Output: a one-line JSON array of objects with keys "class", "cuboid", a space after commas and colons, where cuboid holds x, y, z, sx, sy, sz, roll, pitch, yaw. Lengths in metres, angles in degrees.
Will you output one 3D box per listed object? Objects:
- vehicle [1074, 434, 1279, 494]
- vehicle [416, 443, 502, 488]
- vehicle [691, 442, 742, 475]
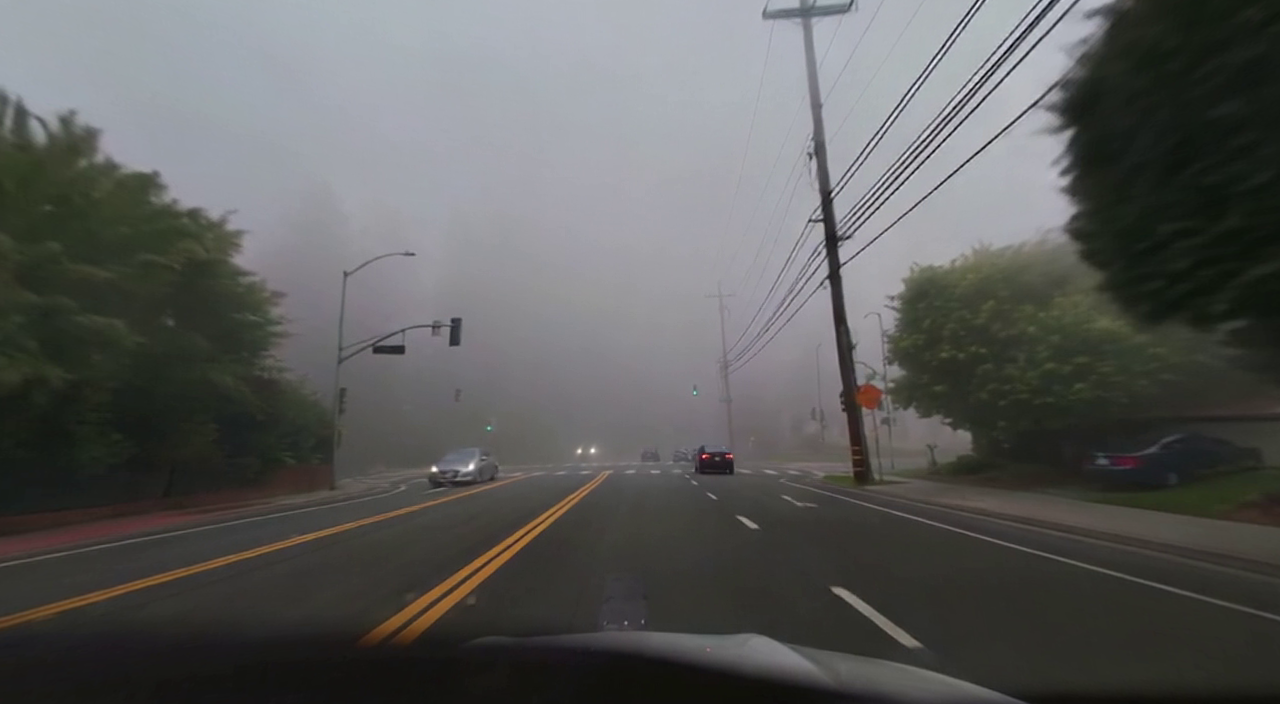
[{"class": "vehicle", "cuboid": [14.699, 2.973, 16.935, 4.838, 1.474, 1.873, 1, -8, -6]}, {"class": "vehicle", "cuboid": [-7.266, 4.583, 25.814, 2.126, 1.645, 4.493, 0, -8, 1]}, {"class": "vehicle", "cuboid": [3.722, 5.264, 31.418, 1.951, 1.479, 4.487, 0, -8, -1]}]
